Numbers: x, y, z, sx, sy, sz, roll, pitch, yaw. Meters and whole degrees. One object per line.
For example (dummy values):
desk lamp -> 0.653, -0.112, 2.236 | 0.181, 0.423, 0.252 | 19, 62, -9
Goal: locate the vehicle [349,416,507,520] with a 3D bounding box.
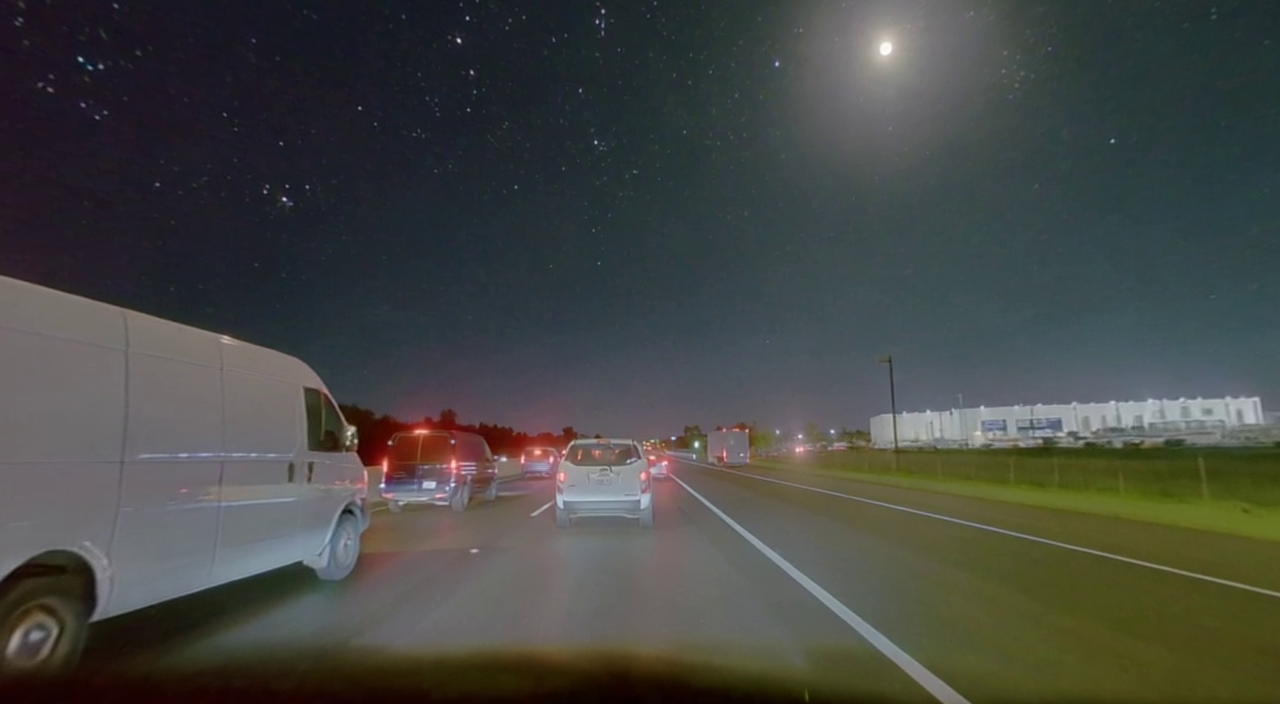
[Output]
vehicle -> -4.585, 2.590, 14.500 | 2.043, 1.987, 4.486 | 0, -9, 0

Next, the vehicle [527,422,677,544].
vehicle -> -0.546, 2.140, 10.818 | 2.093, 1.695, 3.782 | 0, -9, 0

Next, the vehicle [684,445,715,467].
vehicle -> 4.265, 7.510, 45.678 | 1.874, 1.512, 3.723 | 0, -9, -1

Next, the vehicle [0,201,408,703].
vehicle -> -4.467, 0.881, 5.492 | 2.248, 2.626, 6.837 | 0, -9, 0

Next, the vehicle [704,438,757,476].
vehicle -> 4.455, 5.264, 31.713 | 2.003, 1.754, 4.134 | 0, -9, -1
